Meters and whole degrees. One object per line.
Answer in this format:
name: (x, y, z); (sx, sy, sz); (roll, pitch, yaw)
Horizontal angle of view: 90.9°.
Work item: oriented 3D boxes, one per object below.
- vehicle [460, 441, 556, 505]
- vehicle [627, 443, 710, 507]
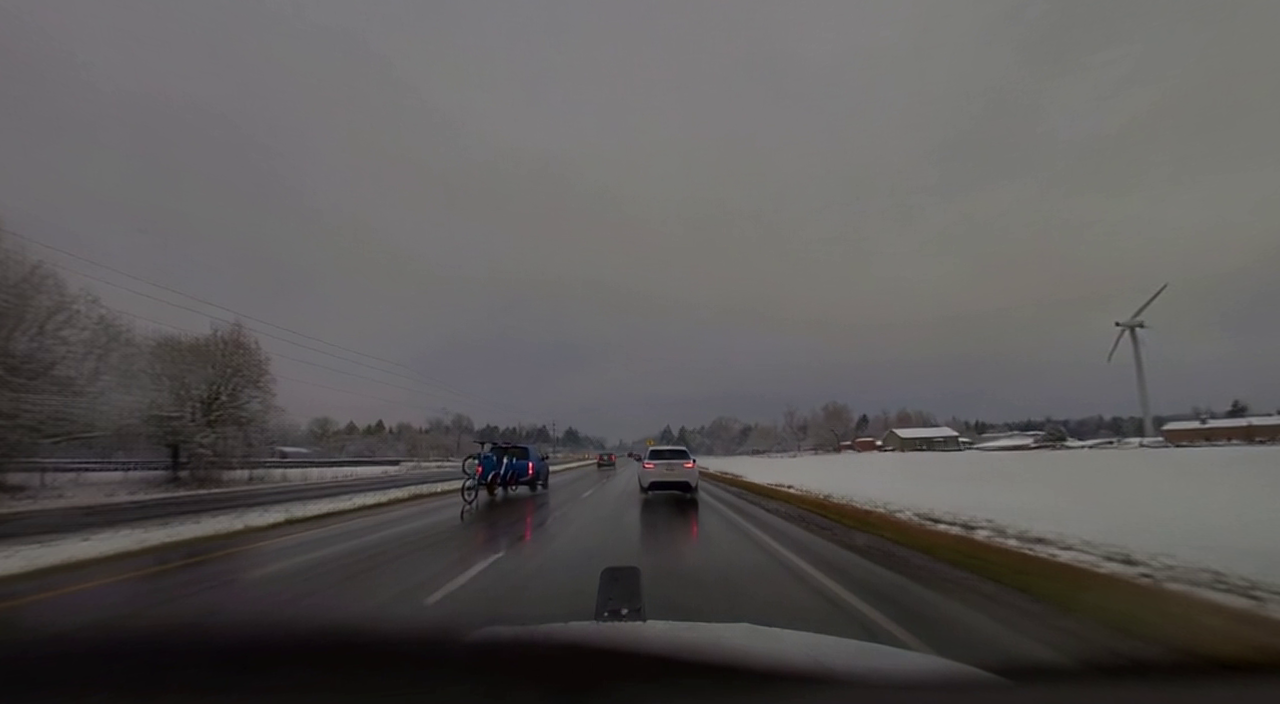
vehicle: (-3.845, 3.583, 19.071); (1.962, 1.681, 4.033); (0, -9, 1)
vehicle: (0.705, 3.421, 17.891); (2.063, 1.582, 3.955); (0, -9, 0)
